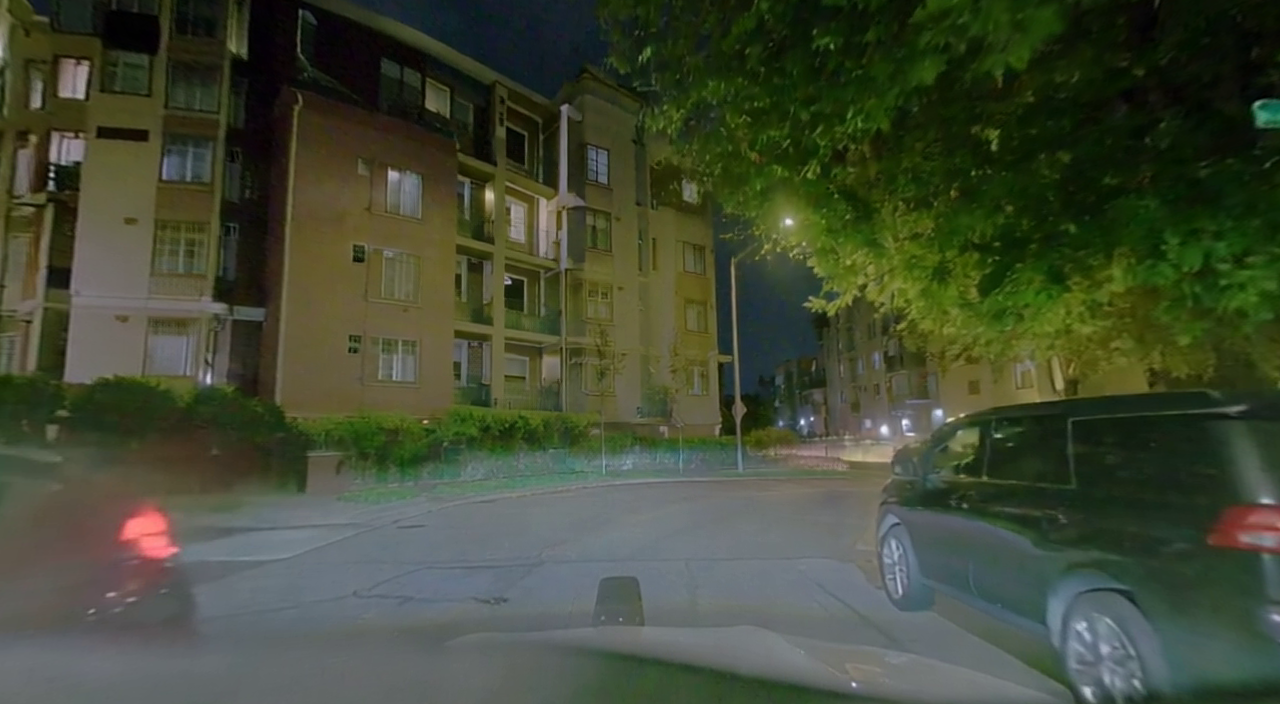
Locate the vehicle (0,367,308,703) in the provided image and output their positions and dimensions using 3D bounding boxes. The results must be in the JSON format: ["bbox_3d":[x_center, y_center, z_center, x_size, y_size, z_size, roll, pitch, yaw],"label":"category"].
[{"bbox_3d":[-2.649,0.641,0.418,2.210,1.516,4.804,0,-8,1],"label":"vehicle"}]

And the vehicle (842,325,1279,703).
[{"bbox_3d":[2.982,1.071,3.853,2.020,1.734,4.402,0,-8,0],"label":"vehicle"}]
